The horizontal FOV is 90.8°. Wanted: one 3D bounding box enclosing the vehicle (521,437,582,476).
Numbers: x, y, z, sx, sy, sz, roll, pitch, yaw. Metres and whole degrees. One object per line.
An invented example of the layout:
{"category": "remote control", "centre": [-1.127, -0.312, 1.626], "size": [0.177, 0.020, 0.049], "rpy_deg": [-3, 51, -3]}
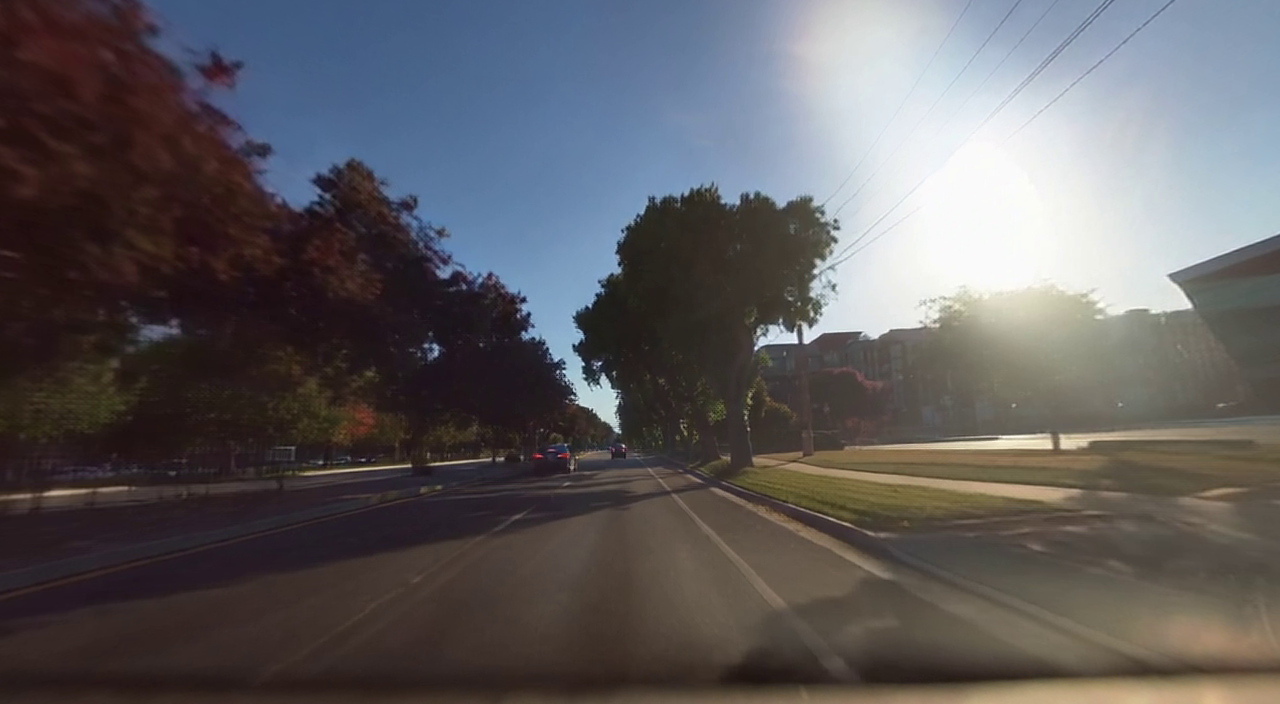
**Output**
{"category": "vehicle", "centre": [-4.117, 4.943, 30.117], "size": [2.202, 1.685, 4.772], "rpy_deg": [0, -8, 0]}
